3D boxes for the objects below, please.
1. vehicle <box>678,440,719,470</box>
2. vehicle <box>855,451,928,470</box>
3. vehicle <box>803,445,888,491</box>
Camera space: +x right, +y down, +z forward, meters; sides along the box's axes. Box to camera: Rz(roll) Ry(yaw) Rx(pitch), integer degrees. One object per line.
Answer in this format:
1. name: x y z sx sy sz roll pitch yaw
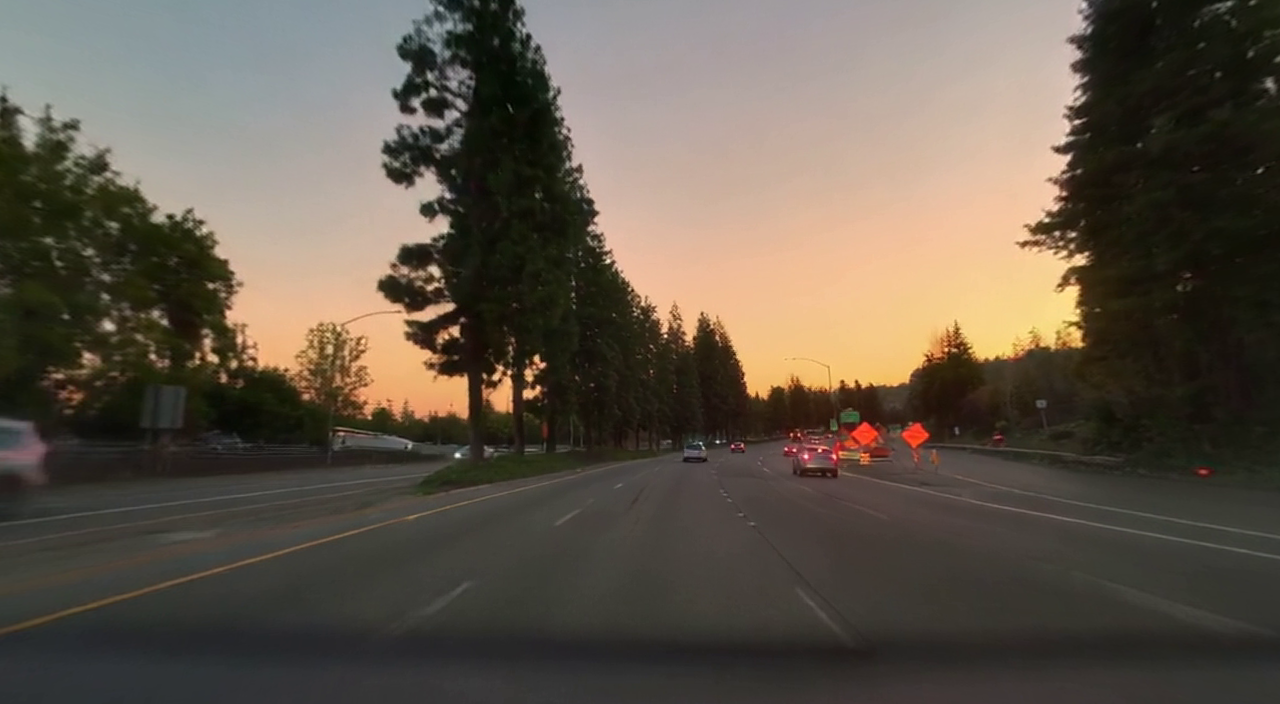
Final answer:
1. vehicle: 3.712 6.357 39.230 2.201 1.676 4.541 -1 -8 10
2. vehicle: 15.286 6.618 38.748 3.503 1.020 4.269 -2 -9 13
3. vehicle: 7.370 4.176 23.124 2.044 1.474 4.083 0 -8 5
